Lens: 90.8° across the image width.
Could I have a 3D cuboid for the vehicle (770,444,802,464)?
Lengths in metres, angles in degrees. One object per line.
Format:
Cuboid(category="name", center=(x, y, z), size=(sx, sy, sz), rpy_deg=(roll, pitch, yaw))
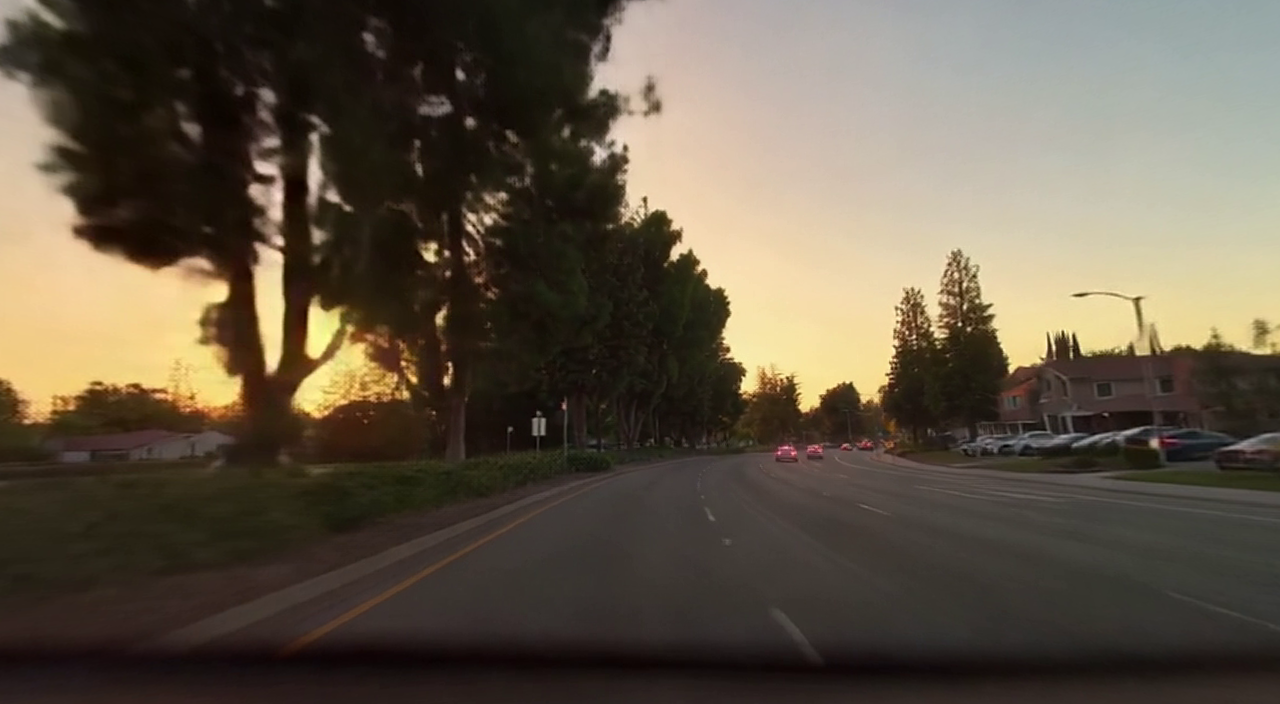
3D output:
Cuboid(category="vehicle", center=(11.019, 7.709, 47.957), size=(1.988, 1.460, 3.996), rpy_deg=(-1, -9, 8))
